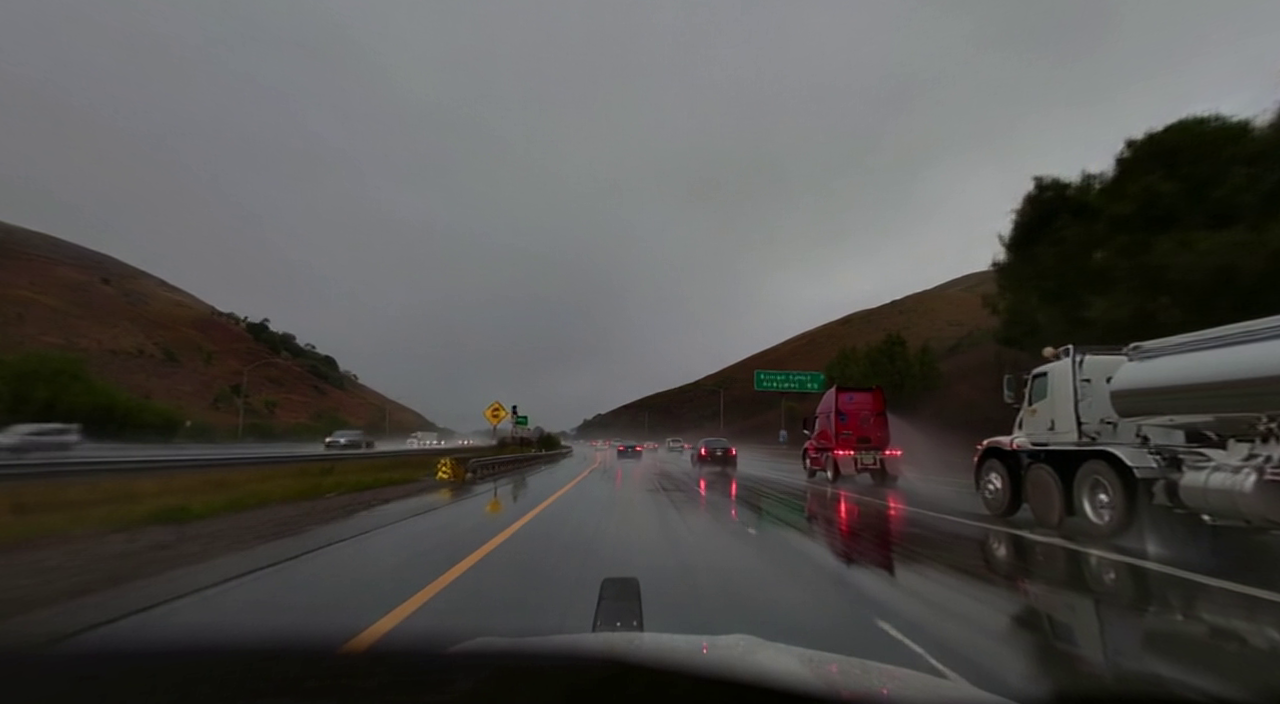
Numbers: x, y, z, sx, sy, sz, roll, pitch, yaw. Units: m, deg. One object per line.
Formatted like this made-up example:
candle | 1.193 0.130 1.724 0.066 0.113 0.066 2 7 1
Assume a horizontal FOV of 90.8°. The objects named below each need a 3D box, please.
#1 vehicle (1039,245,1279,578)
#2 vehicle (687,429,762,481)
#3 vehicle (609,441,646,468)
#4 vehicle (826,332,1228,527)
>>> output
vehicle | 7.631 0.369 4.742 2.805 3.212 9.978 0 -9 1
vehicle | 3.139 3.973 24.533 2.098 1.794 4.561 0 -9 -2
vehicle | -0.767 5.978 37.114 2.083 1.477 3.965 0 -9 -2
vehicle | 7.316 1.874 14.503 2.880 2.975 9.608 0 -9 -2
